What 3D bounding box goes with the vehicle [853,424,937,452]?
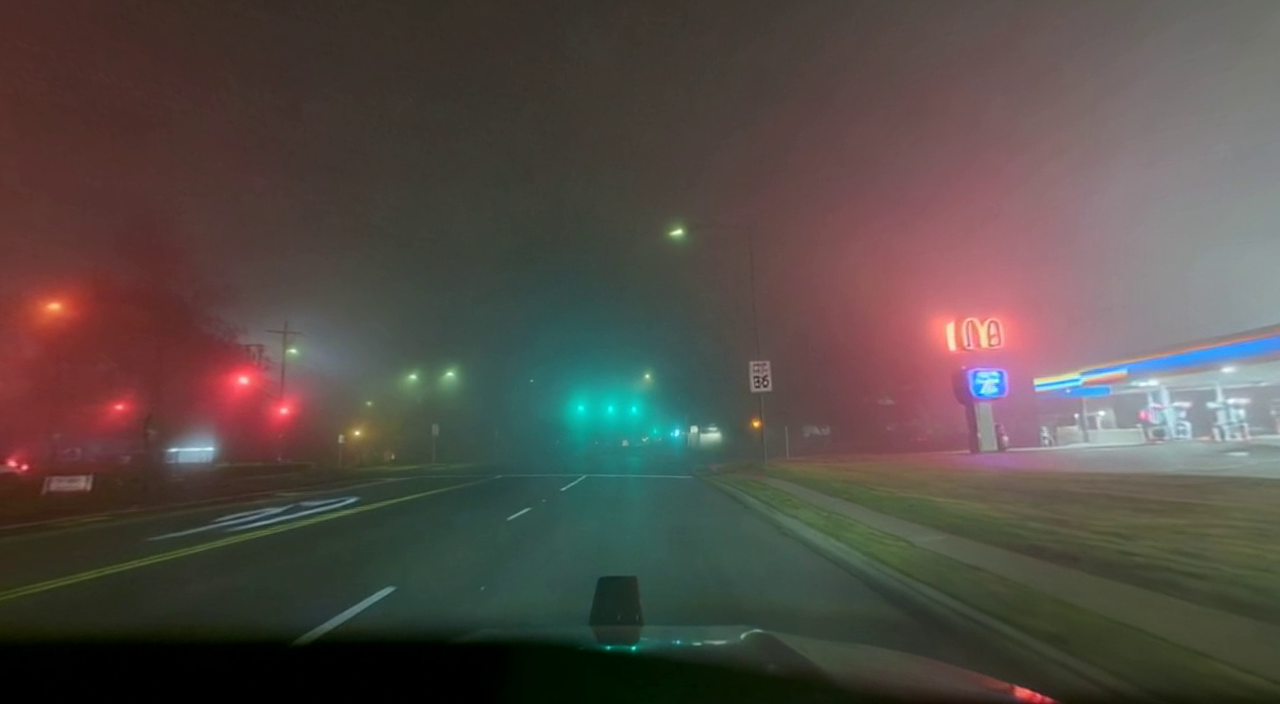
[{"bbox_3d":[16.718,5.686,41.423,4.640,1.800,2.026,0,-9,-2],"label":"vehicle"}]
